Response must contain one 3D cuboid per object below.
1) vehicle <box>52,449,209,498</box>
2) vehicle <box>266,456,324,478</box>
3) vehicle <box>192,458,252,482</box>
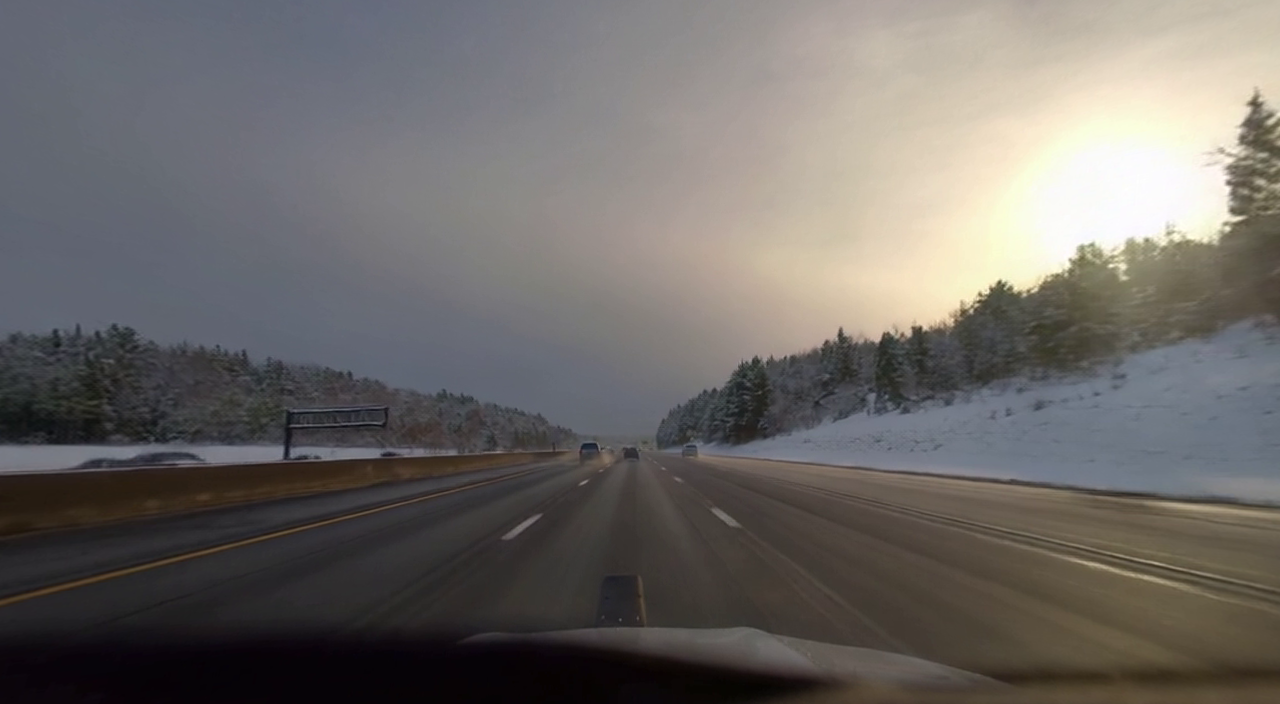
[{"bbox_3d":[-21.700,5.141,27.352,2.223,1.871,5.577,0,-9,-1],"label":"vehicle"},{"bbox_3d":[-25.523,8.534,46.921,1.849,1.457,4.390,0,-9,0],"label":"vehicle"},{"bbox_3d":[-28.987,8.151,43.952,1.727,1.533,3.549,0,-9,0],"label":"vehicle"}]
